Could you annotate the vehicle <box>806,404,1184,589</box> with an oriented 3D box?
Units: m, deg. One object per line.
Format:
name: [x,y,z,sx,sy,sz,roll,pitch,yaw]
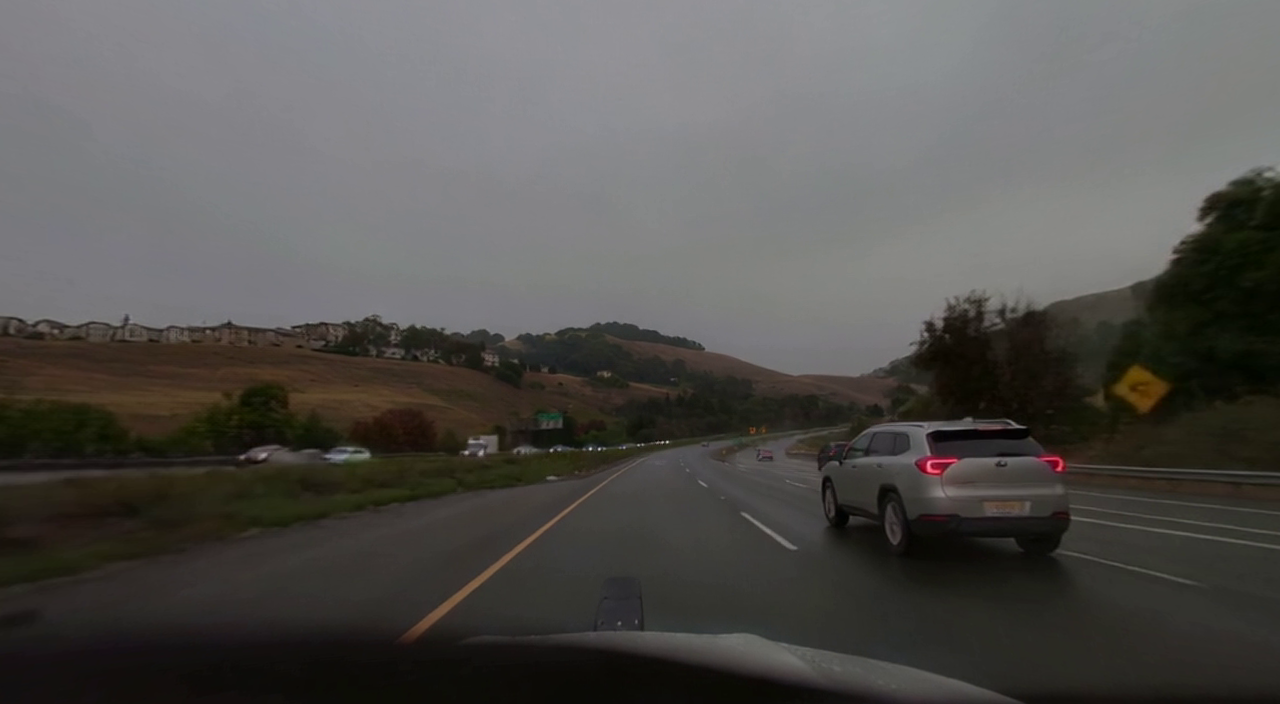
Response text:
vehicle: [4.055,1.742,8.445,2.318,1.766,4.587,0,-9,-1]

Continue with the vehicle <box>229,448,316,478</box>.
vehicle: [-20.246,6.121,34.947,1.921,1.490,4.691,0,-9,1]

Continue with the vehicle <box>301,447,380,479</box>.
vehicle: [-16.454,6.077,34.855,2.021,1.626,4.600,0,-9,1]
